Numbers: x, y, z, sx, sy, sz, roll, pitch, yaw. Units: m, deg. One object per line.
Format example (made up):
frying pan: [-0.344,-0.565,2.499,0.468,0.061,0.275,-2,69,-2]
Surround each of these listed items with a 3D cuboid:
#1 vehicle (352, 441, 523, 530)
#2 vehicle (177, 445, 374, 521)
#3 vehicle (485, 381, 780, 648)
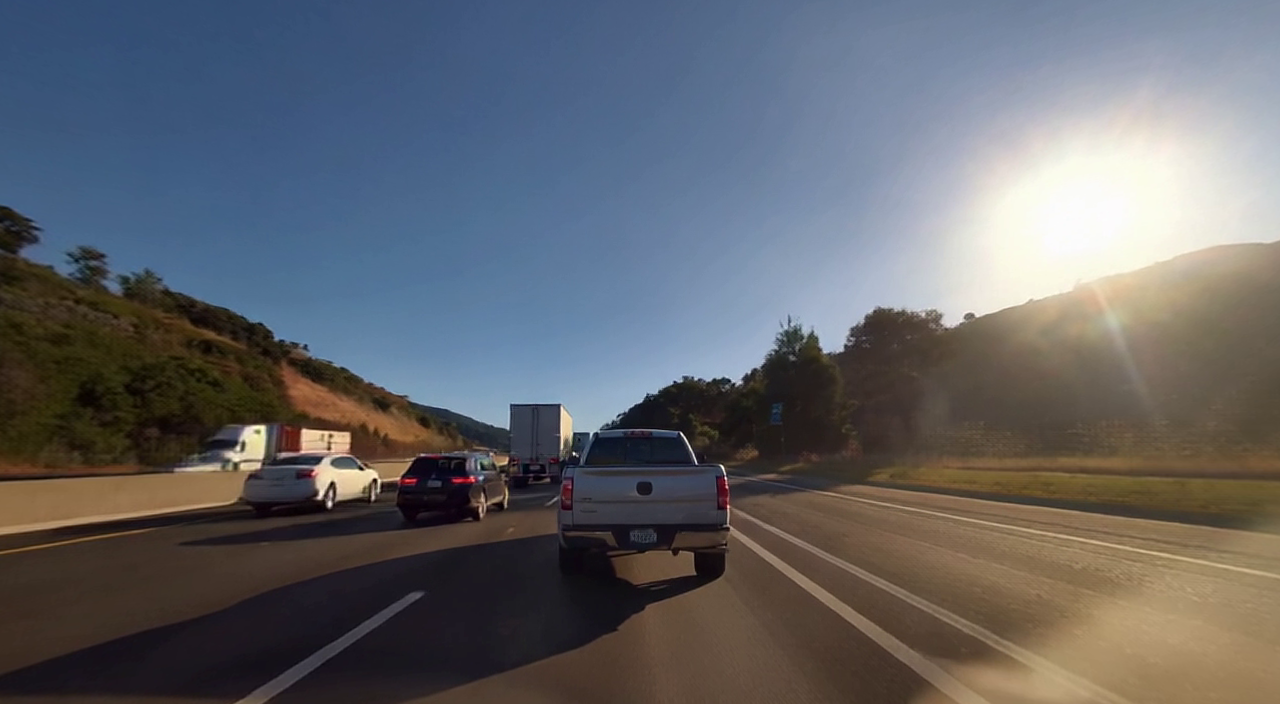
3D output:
vehicle: [-3.898,2.637,13.098,1.986,1.501,4.407,-1,-9,1]
vehicle: [-8.179,2.942,14.787,1.874,1.470,4.576,0,-9,0]
vehicle: [-0.091,1.360,6.072,1.995,1.798,3.380,0,-9,-1]
